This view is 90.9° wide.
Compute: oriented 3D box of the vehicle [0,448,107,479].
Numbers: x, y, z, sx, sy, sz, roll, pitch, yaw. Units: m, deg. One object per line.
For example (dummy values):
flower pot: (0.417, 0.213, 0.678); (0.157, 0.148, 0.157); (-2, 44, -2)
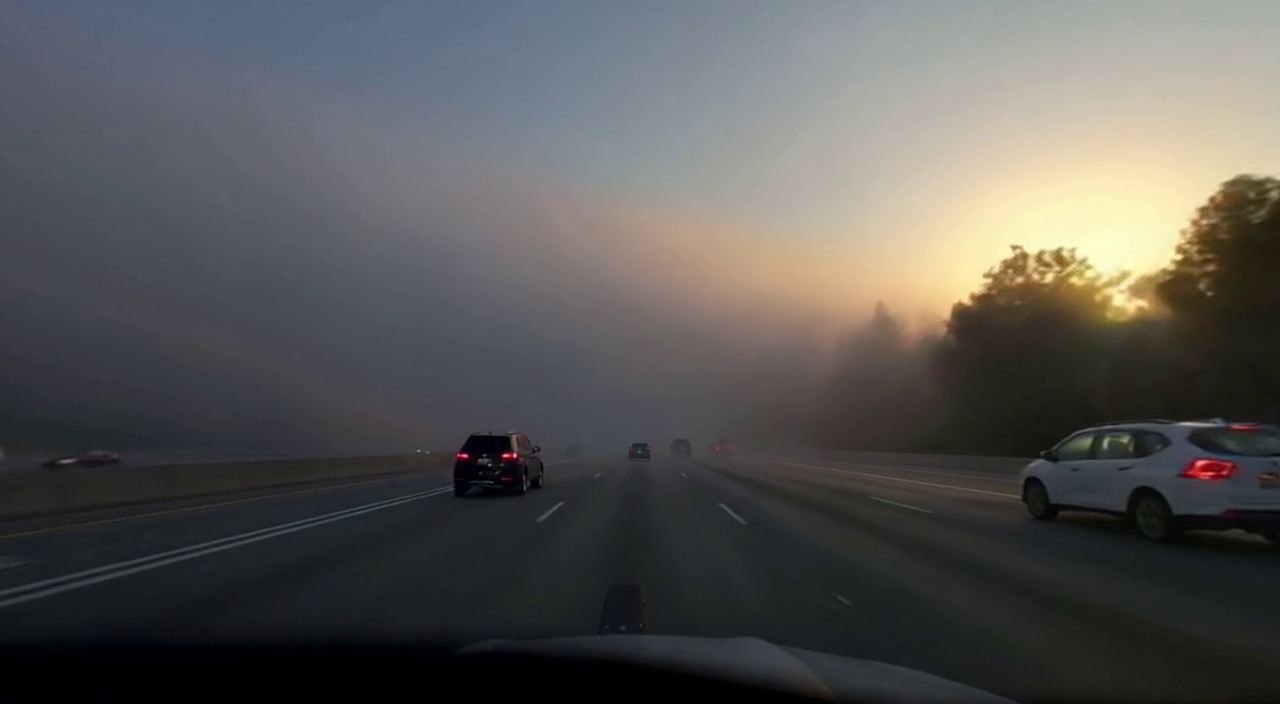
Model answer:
vehicle: (-34.816, 6.511, 37.126); (2.002, 1.666, 5.388); (0, -8, 1)

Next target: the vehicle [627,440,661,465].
vehicle: (0.222, 6.239, 39.180); (2.050, 1.452, 3.917); (0, -8, 0)

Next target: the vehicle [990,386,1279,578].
vehicle: (6.988, 1.532, 8.101); (2.123, 1.756, 4.959); (0, -8, 0)

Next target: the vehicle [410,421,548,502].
vehicle: (-3.850, 2.743, 16.173); (2.118, 1.750, 4.875); (0, -8, 2)
